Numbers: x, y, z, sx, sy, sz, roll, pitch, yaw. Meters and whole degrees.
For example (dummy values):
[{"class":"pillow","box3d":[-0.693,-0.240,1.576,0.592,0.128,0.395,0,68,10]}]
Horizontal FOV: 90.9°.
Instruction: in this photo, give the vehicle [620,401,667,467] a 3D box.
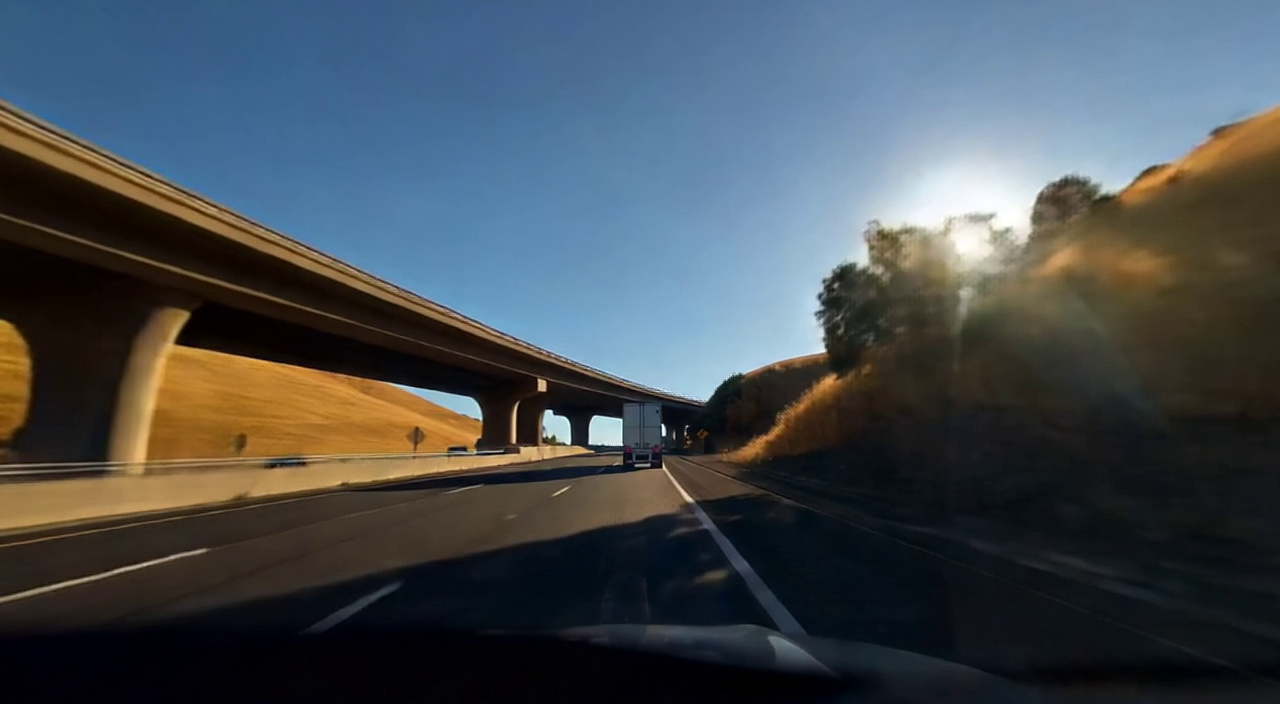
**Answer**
[{"class":"vehicle","box3d":[0.192,5.812,44.024,2.866,4.014,11.261,0,-8,0]}]
